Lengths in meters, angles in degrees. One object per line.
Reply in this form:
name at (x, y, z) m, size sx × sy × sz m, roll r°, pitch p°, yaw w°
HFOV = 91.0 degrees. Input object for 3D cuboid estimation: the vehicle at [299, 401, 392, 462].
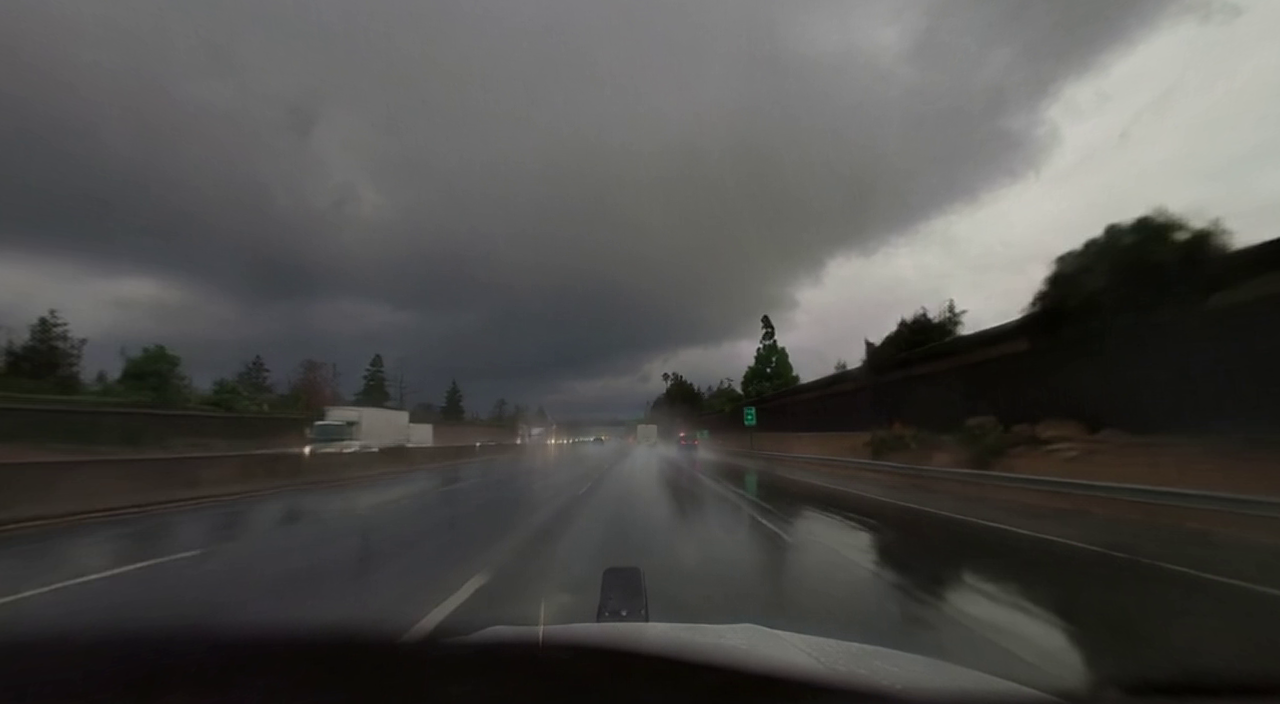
vehicle at (-19.449, 5.363, 42.072) m, size 2.981 × 3.720 × 6.191 m, roll 0°, pitch -8°, yaw 2°

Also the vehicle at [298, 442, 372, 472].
vehicle at (-15.417, 5.308, 32.048) m, size 1.717 × 1.410 × 4.033 m, roll 0°, pitch -8°, yaw 0°
